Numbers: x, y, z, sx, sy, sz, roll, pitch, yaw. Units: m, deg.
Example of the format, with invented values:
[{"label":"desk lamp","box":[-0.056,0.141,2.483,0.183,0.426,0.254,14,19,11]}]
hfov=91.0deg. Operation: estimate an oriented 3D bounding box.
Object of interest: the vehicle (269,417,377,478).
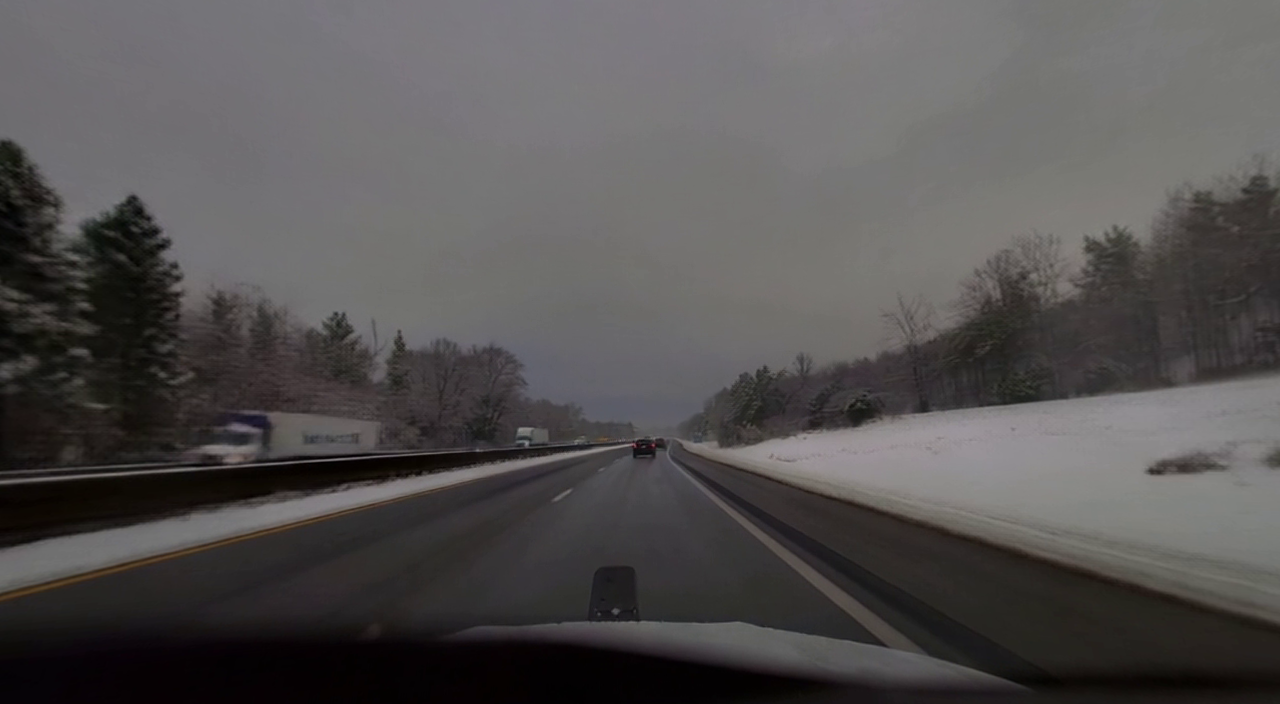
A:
[{"label":"vehicle","box":[-17.842,5.431,35.973,2.761,3.164,6.270,-1,-8,1]}]

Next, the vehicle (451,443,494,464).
[{"label":"vehicle","box":[-12.645,7.678,47.878,1.935,1.490,4.367,-1,-8,2]}]

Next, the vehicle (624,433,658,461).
[{"label":"vehicle","box":[0.090,6.566,43.701,2.188,1.825,4.282,-1,-8,1]}]

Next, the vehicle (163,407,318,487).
[{"label":"vehicle","box":[-17.996,4.344,29.024,2.670,3.221,6.504,-1,-8,2]}]
